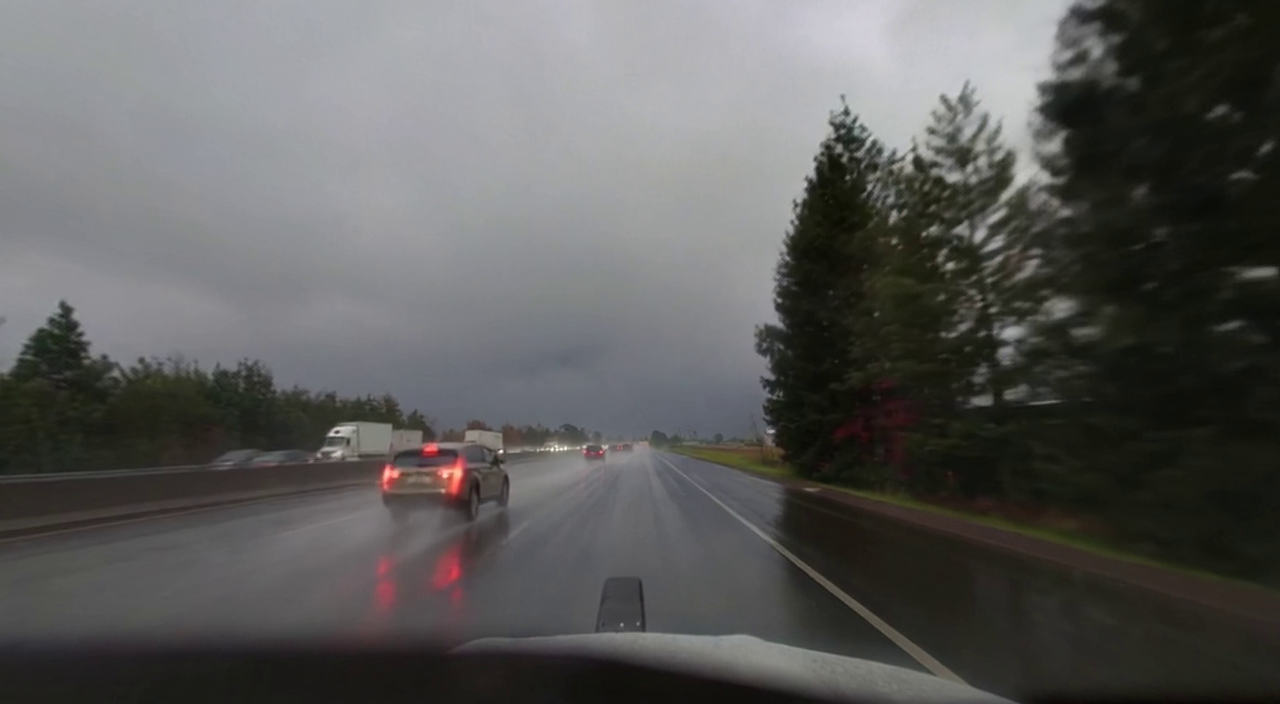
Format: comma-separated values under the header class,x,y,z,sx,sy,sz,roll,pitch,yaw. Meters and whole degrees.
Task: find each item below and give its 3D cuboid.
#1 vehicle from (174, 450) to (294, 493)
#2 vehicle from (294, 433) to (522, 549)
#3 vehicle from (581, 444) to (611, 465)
class,x,y,z,sx,sy,sz,roll,pitch,yaw
vehicle,-14.984,4.396,23.562,1.881,1.404,3.891,0,-9,0
vehicle,-3.444,2.160,10.467,2.110,1.500,4.259,0,-9,1
vehicle,-3.282,7.726,47.703,1.954,1.541,4.079,0,-9,0
